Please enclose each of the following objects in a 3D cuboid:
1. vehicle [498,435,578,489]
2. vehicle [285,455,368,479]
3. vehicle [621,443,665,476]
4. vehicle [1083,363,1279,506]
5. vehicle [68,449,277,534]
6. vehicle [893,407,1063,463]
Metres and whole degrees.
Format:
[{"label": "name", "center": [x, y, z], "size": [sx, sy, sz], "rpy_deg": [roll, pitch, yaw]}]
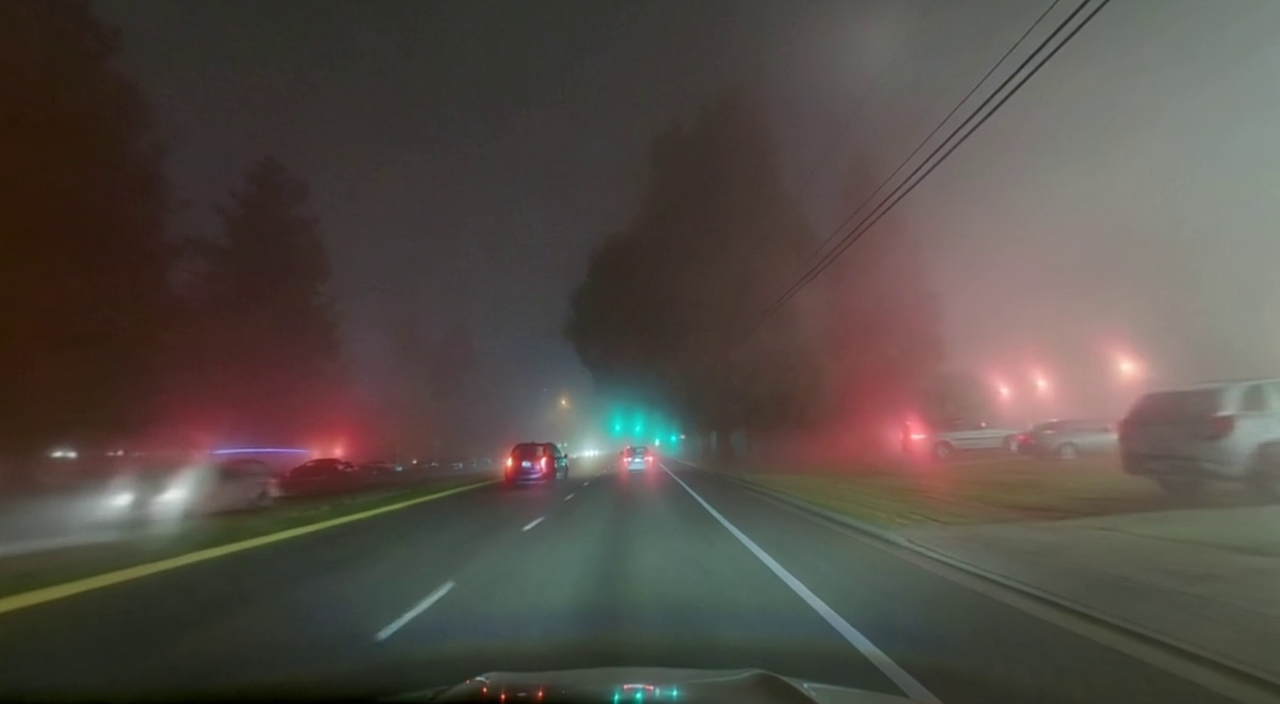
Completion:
[{"label": "vehicle", "center": [-3.583, 3.946, 23.055], "size": [2.157, 1.771, 4.452], "rpy_deg": [0, -8, 0]}, {"label": "vehicle", "center": [-21.985, 8.081, 44.428], "size": [4.792, 1.551, 1.931], "rpy_deg": [0, -8, -1]}, {"label": "vehicle", "center": [0.166, 5.329, 31.646], "size": [2.062, 1.518, 3.901], "rpy_deg": [0, -8, 0]}, {"label": "vehicle", "center": [11.318, 1.306, 10.734], "size": [5.552, 2.070, 2.533], "rpy_deg": [-2, -8, -1]}, {"label": "vehicle", "center": [-12.091, 3.558, 16.867], "size": [2.070, 1.752, 4.629], "rpy_deg": [-4, -8, 0]}, {"label": "vehicle", "center": [15.469, 3.836, 29.199], "size": [6.374, 2.098, 2.415], "rpy_deg": [-3, -8, -1]}]
